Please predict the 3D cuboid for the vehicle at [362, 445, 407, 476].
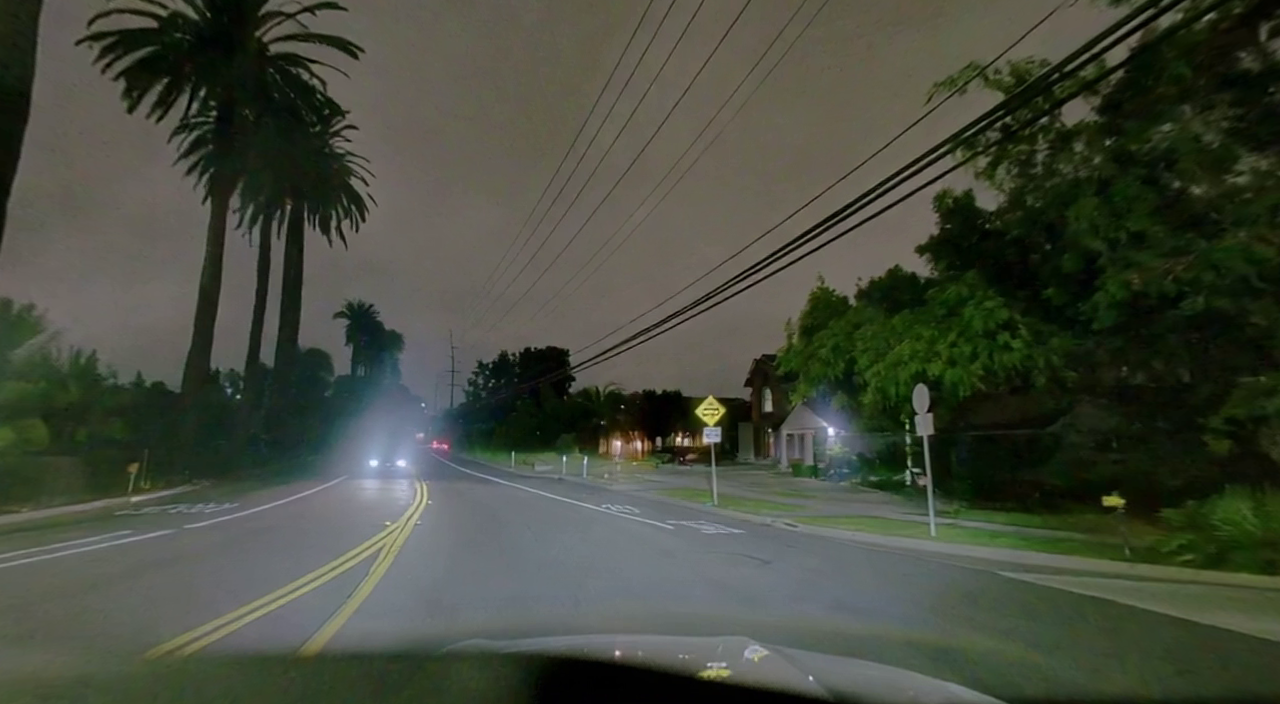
[{"bbox_3d":[-13.676,5.766,33.965,2.061,1.510,4.457,3,-9,-20],"label":"vehicle"}]
